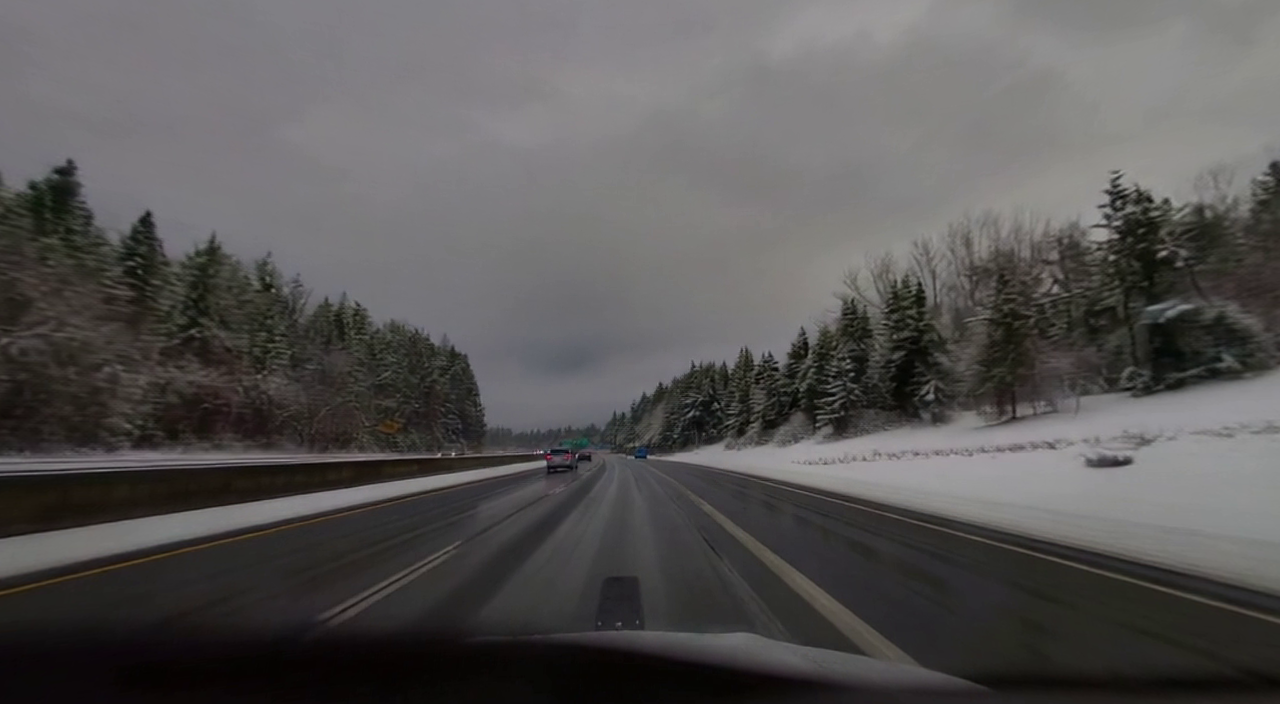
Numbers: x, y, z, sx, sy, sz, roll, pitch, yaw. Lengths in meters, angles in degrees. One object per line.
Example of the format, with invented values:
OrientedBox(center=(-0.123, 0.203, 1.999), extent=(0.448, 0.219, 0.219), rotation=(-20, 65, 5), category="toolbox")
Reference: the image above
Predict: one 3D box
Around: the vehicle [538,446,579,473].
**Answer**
OrientedBox(center=(-4.992, 6.643, 39.276), extent=(1.957, 1.499, 4.965), rotation=(0, -9, -1), category="vehicle")

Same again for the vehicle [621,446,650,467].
OrientedBox(center=(-0.358, 7.638, 46.256), extent=(2.031, 1.483, 3.417), rotation=(0, -9, -3), category="vehicle")
